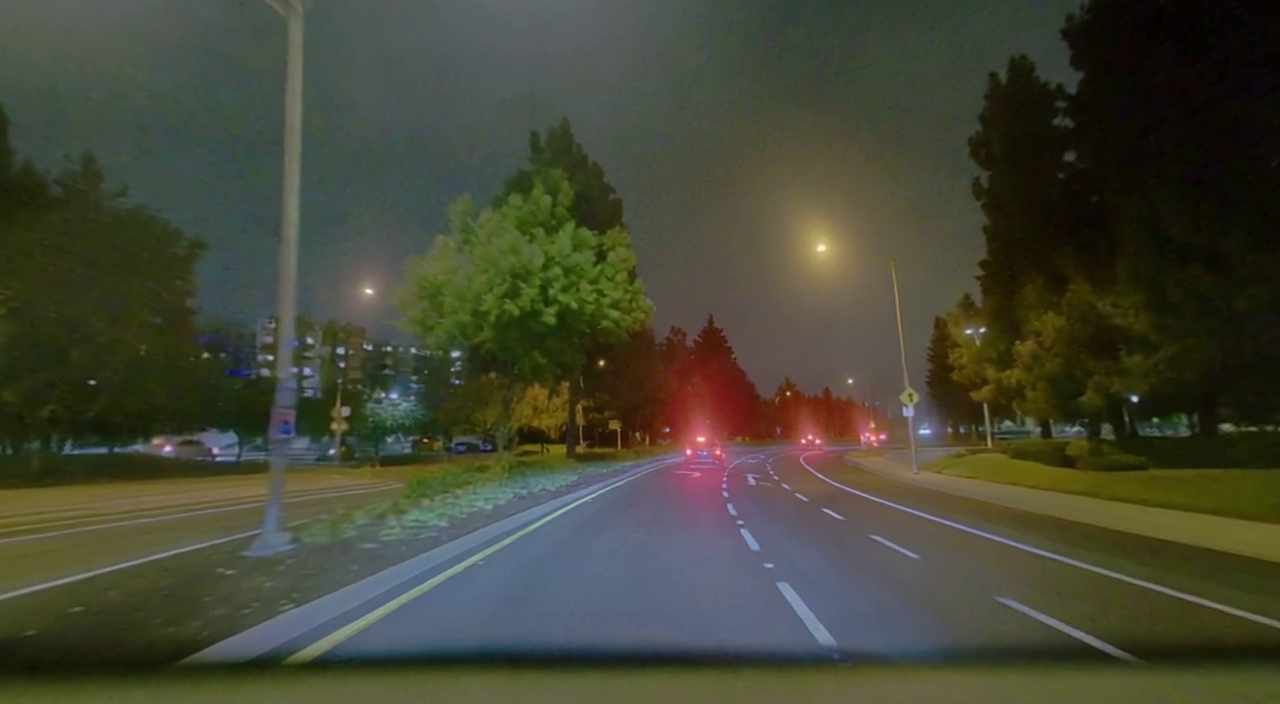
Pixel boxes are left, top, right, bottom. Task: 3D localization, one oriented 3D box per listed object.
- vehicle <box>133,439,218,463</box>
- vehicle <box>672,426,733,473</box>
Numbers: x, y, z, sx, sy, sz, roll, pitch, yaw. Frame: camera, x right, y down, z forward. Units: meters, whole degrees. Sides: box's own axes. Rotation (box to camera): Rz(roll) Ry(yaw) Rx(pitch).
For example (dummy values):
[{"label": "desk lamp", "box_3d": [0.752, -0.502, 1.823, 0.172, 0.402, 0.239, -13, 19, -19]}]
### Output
[{"label": "vehicle", "box_3d": [-35.999, 7.680, 48.778, 4.636, 1.790, 2.178, 2, -9, -13]}, {"label": "vehicle", "box_3d": [3.003, 4.483, 29.001, 2.371, 1.926, 5.615, -1, -9, 10]}]
